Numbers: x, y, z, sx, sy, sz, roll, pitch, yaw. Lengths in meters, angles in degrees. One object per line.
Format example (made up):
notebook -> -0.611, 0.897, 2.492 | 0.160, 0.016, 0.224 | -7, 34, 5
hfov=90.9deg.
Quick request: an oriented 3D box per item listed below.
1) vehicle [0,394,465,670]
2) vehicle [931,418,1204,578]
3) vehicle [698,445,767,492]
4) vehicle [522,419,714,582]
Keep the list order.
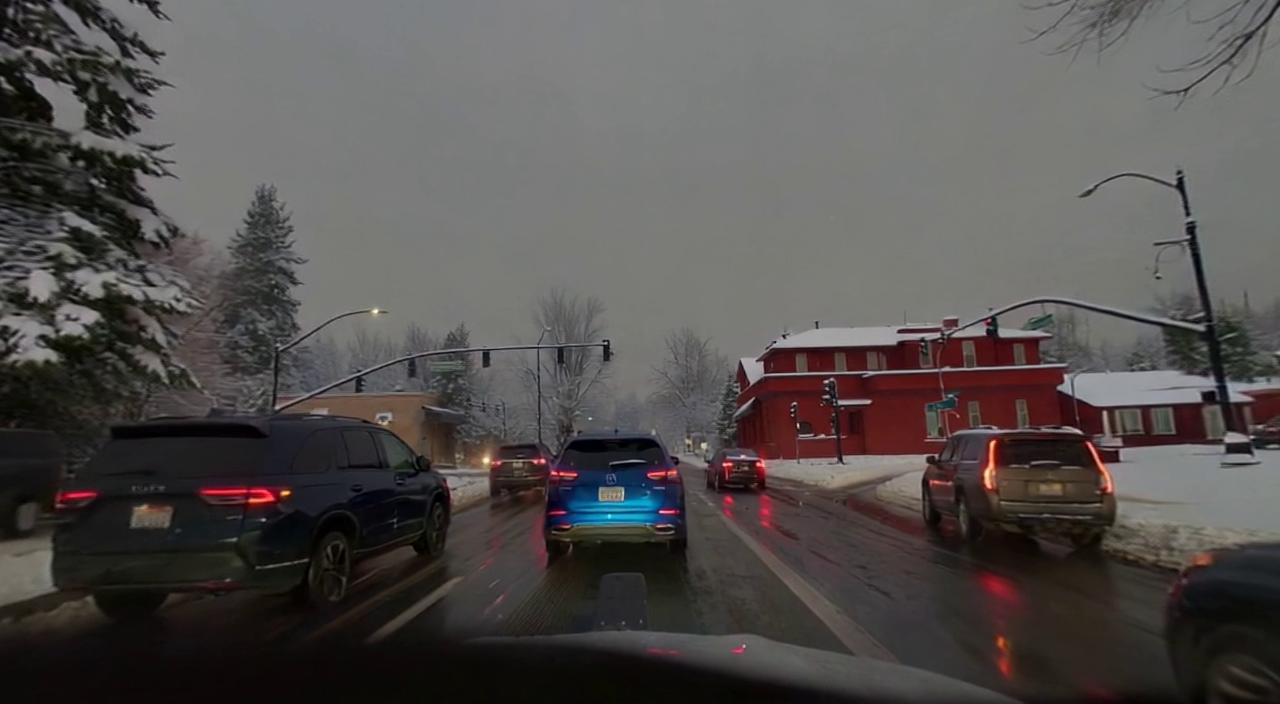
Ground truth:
vehicle -> -3.467, 1.476, 6.331 | 2.047, 1.741, 4.470 | 0, -8, 1
vehicle -> 5.850, 1.973, 9.441 | 2.014, 1.740, 4.515 | -2, -9, 17
vehicle -> 3.301, 4.247, 23.327 | 1.847, 1.554, 3.885 | 0, -8, -2
vehicle -> -0.174, 1.872, 8.774 | 2.022, 1.700, 4.084 | 0, -8, 2
